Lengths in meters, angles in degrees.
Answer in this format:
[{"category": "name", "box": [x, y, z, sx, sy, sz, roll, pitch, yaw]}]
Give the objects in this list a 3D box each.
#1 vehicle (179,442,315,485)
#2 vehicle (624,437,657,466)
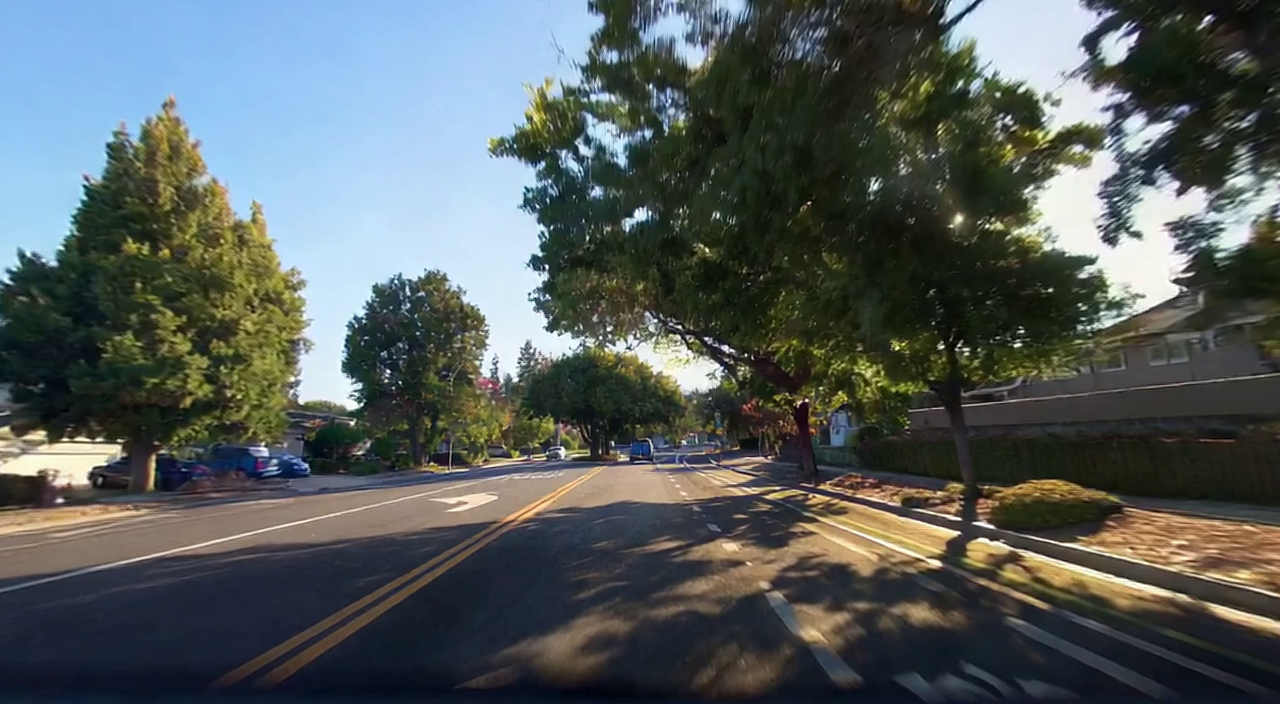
[{"category": "vehicle", "box": [-19.181, 5.457, 31.036, 5.209, 1.967, 2.153, 0, -8, -1]}, {"category": "vehicle", "box": [0.110, 7.125, 45.415, 2.153, 1.942, 4.767, -1, -9, 2]}]
